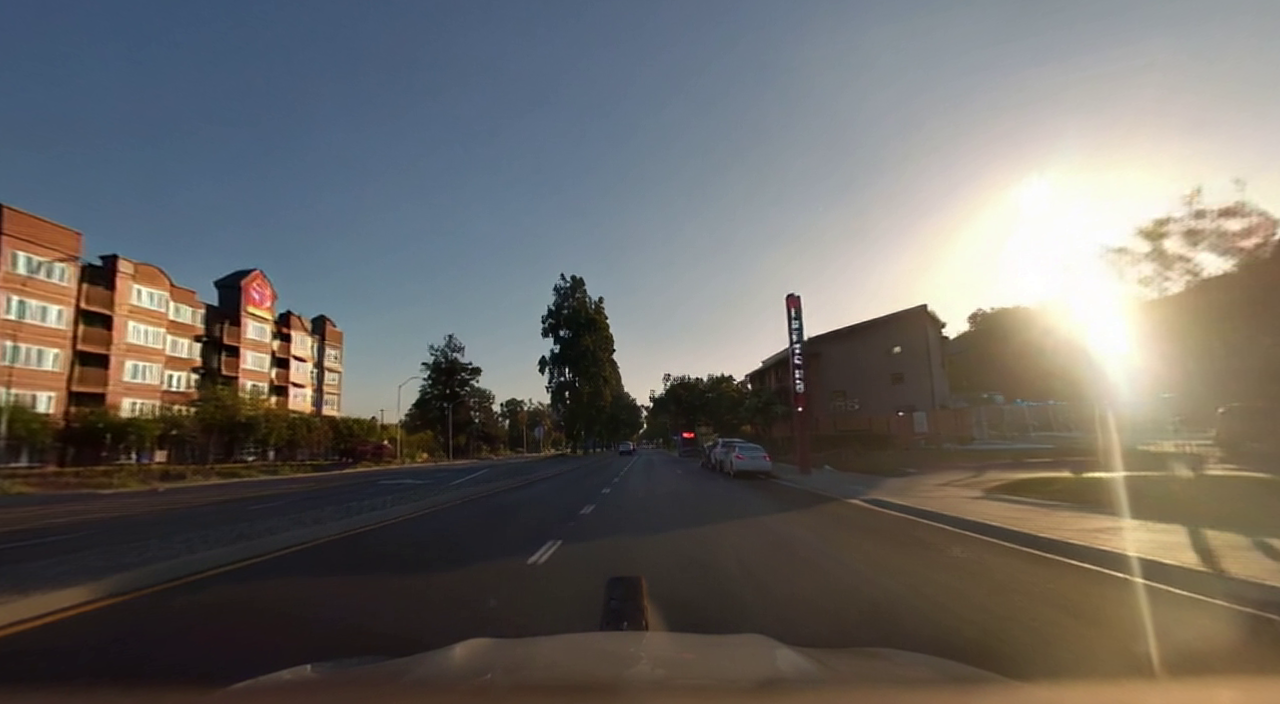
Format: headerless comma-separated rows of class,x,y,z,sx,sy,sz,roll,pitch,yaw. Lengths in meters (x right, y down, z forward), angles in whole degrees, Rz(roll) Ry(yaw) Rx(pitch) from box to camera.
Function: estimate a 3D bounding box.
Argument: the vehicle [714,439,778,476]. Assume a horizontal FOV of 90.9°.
vehicle,4.725,4.780,28.857,2.085,1.509,5.134,0,-8,1
